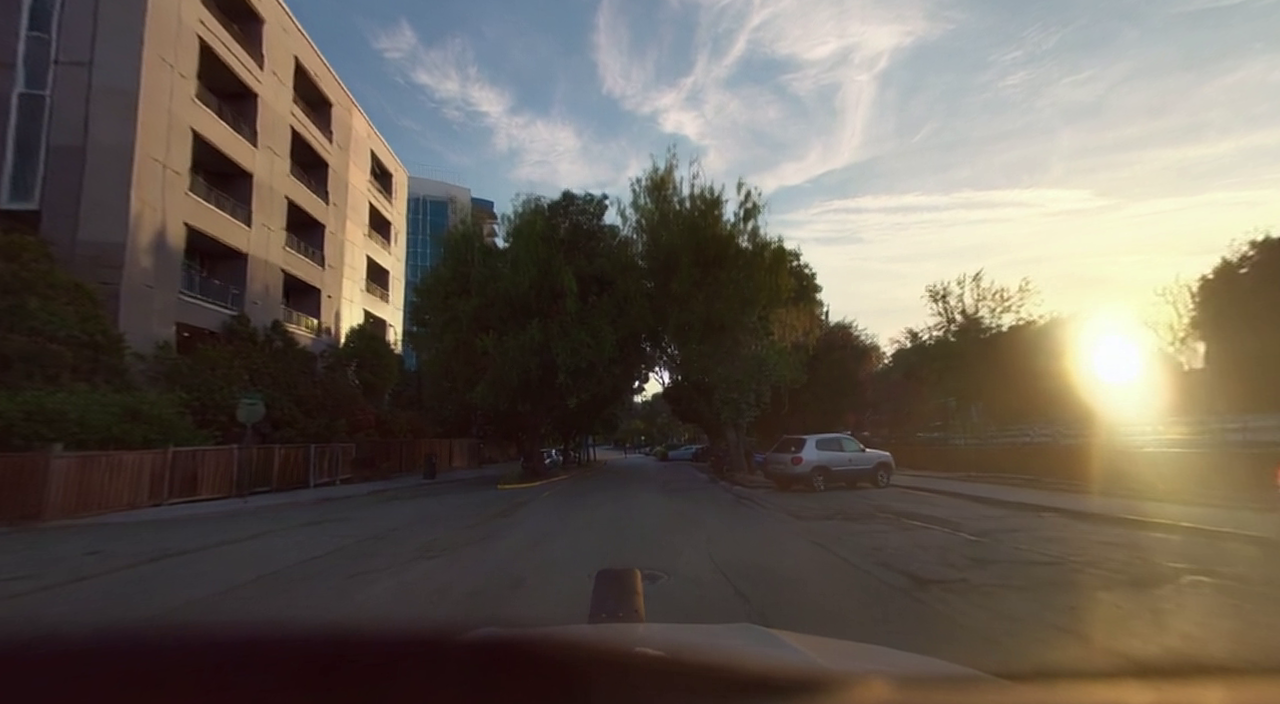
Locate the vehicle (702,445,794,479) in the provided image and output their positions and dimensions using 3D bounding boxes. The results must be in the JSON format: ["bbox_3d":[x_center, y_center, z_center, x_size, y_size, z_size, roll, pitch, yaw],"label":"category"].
[{"bbox_3d":[5.054,5.098,29.481,3.752,1.494,2.083,6,-10,-30],"label":"vehicle"}]

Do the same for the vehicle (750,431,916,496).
[{"bbox_3d":[6.435,3.614,20.993,5.061,1.829,2.274,3,-9,-29],"label":"vehicle"}]
